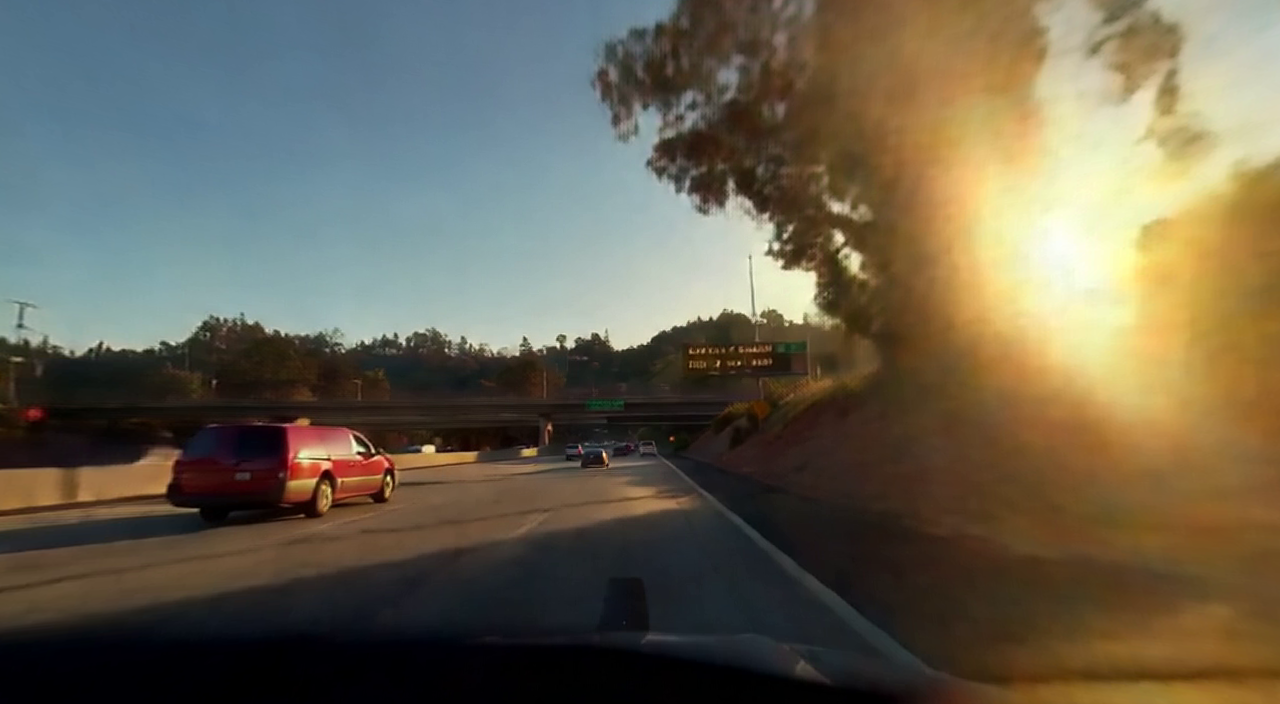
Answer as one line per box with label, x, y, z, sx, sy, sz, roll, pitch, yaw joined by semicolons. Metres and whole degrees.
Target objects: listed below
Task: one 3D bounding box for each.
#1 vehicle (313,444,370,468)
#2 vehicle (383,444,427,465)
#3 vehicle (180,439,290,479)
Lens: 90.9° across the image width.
vehicle;-20.064;6.982;42.515;1.890;1.538;3.644;-1;-8;3
vehicle;-16.019;6.994;43.139;1.530;1.404;3.459;0;-8;2
vehicle;-19.882;5.239;31.264;2.156;1.806;4.697;-1;-8;3
